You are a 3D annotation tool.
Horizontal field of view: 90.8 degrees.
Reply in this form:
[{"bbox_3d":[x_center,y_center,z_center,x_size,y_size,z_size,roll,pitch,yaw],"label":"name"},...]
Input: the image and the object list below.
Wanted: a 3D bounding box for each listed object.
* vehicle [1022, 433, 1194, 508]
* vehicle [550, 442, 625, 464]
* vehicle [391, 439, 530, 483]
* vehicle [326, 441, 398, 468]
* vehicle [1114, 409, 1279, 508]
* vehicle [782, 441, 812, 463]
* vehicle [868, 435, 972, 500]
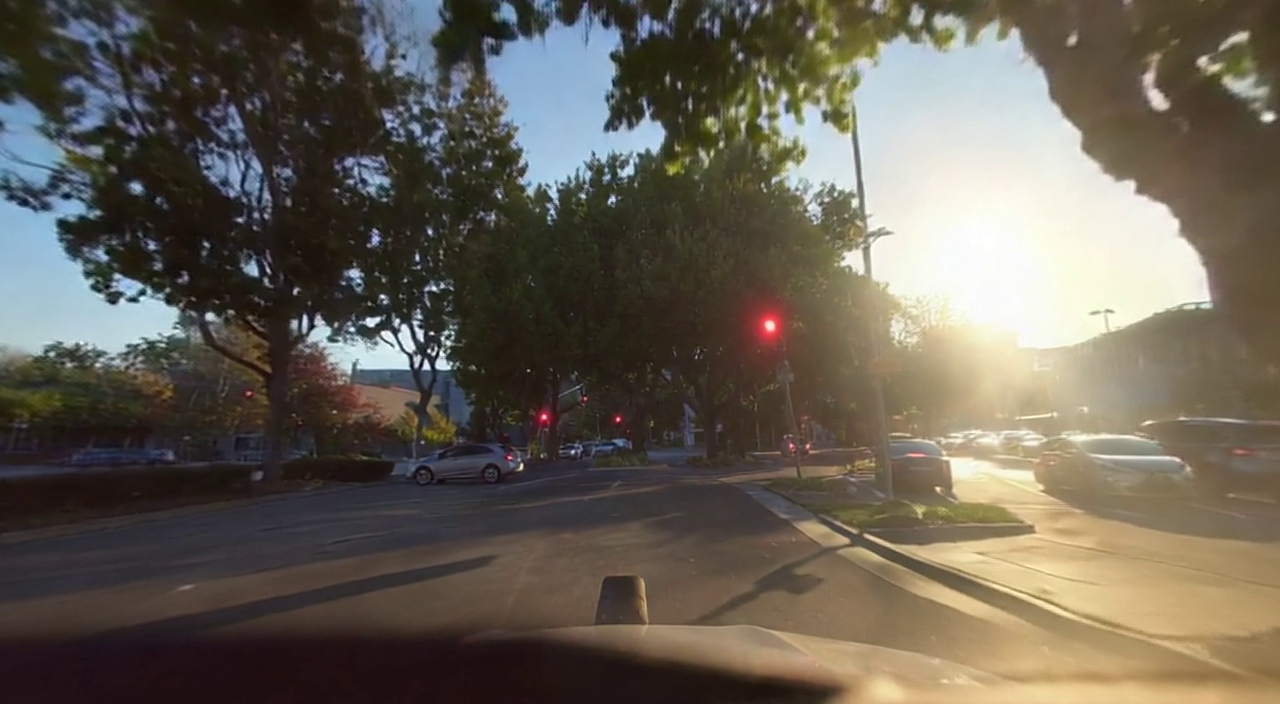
[{"bbox_3d":[11.547,2.910,16.052,2.031,1.592,4.470,-3,-9,17],"label":"vehicle"},{"bbox_3d":[-3.685,7.094,44.259,4.792,1.468,2.116,-3,-9,15],"label":"vehicle"},{"bbox_3d":[-6.321,3.871,22.579,4.376,1.476,1.791,-1,-9,4],"label":"vehicle"},{"bbox_3d":[-19.264,7.122,44.029,2.082,1.779,4.841,-2,-9,12],"label":"vehicle"},{"bbox_3d":[13.878,2.466,15.027,2.265,1.919,5.745,-4,-9,18],"label":"vehicle"},{"bbox_3d":[12.042,7.612,48.375,2.061,1.519,4.794,-3,-8,15],"label":"vehicle"},{"bbox_3d":[7.403,3.053,17.157,1.867,1.479,4.452,-3,-9,15],"label":"vehicle"}]
